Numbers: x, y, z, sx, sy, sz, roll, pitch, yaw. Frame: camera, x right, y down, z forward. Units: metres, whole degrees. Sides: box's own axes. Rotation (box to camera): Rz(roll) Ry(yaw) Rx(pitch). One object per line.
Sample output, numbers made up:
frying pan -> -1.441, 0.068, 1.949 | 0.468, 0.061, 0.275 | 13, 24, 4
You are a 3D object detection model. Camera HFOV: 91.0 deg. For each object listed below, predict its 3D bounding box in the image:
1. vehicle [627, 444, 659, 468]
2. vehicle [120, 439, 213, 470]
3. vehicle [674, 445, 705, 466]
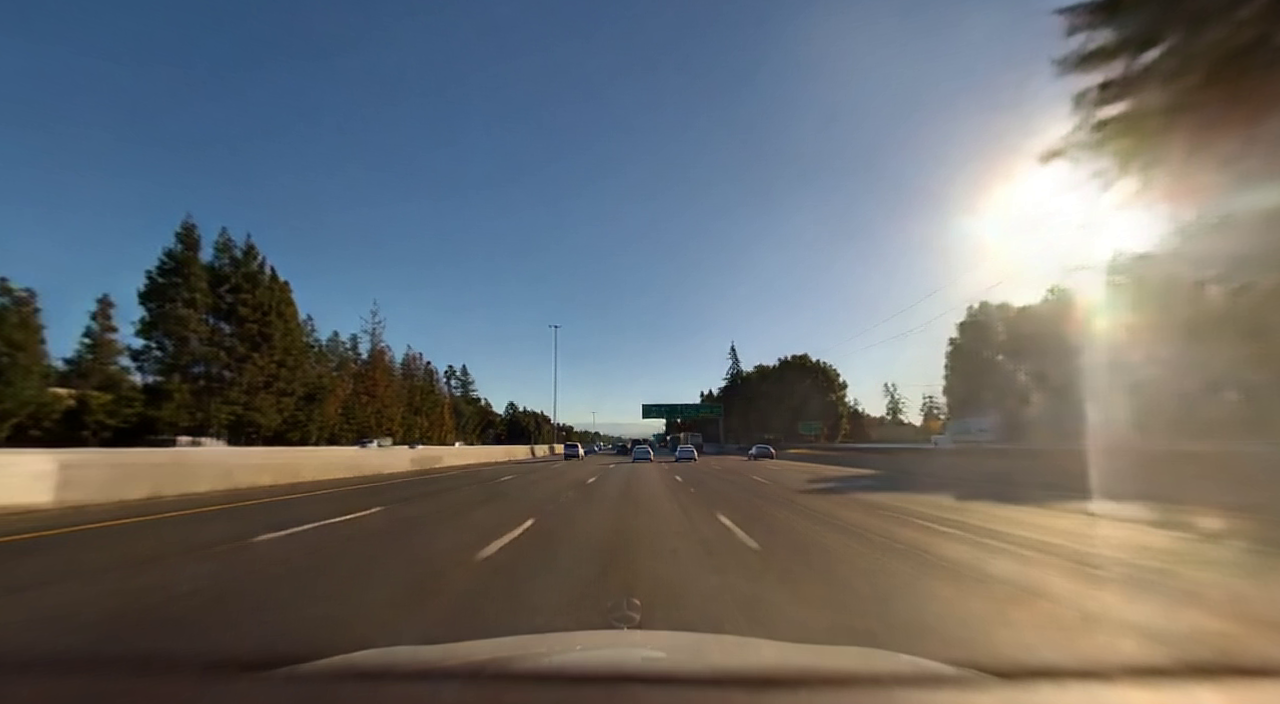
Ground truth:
vehicle -> 0.203, 7.027, 42.742 | 2.066, 1.562, 4.198 | 0, -9, 0
vehicle -> -25.237, 5.472, 33.740 | 1.833, 1.522, 3.969 | 0, -9, 1
vehicle -> 3.761, 7.973, 48.571 | 2.076, 1.506, 4.050 | 0, -9, 0
